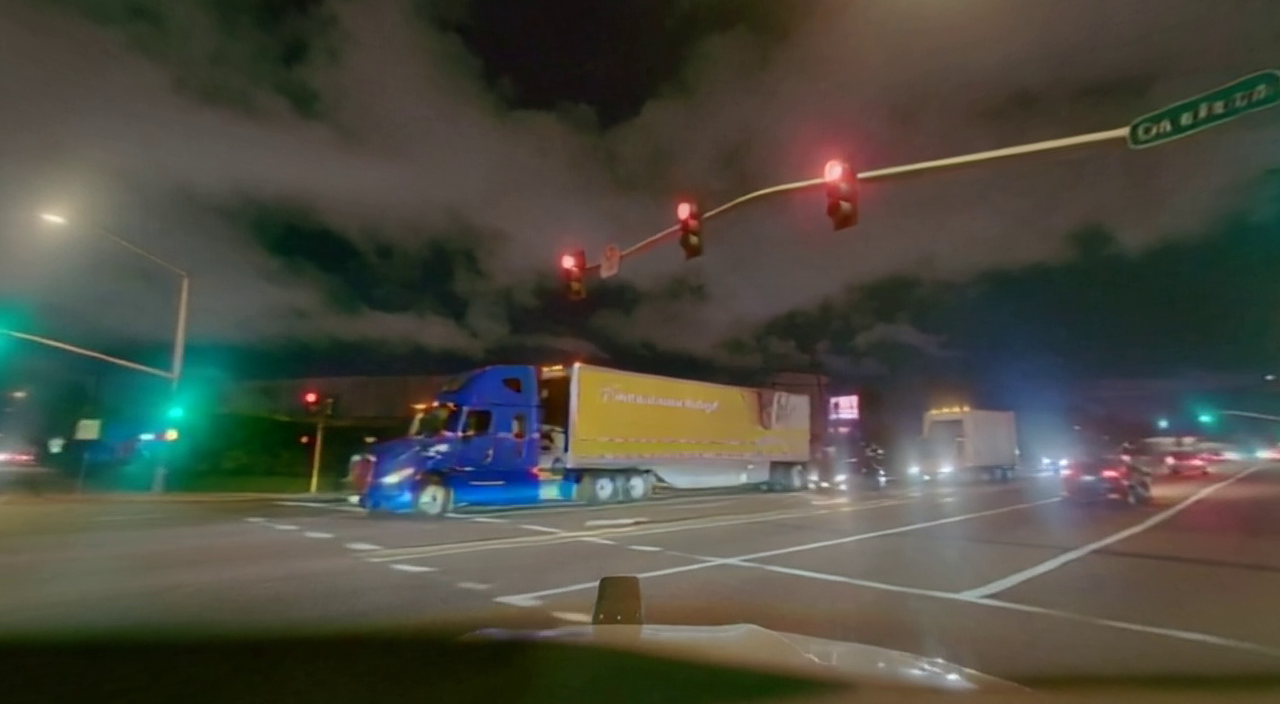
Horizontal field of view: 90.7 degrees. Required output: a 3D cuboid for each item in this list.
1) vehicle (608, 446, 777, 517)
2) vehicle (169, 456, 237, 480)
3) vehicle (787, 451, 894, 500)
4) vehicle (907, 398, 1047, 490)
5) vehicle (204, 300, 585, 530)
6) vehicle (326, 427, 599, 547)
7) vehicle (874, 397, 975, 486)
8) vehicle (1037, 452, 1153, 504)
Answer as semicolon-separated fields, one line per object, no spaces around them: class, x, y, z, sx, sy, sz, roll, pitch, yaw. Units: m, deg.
vehicle;1.623;3.610;18.095;4.958;1.510;1.949;5;-12;-44
vehicle;-33.157;8.756;48.010;3.909;1.655;1.754;8;-12;-42
vehicle;7.818;4.710;24.438;4.443;1.512;1.919;5;-12;-44
vehicle;17.921;4.763;33.300;9.012;4.193;3.434;6;-11;-43
vehicle;-5.541;1.753;15.912;8.167;4.352;3.029;9;-13;-44
vehicle;-3.553;2.680;13.396;2.200;1.893;5.079;-12;-12;43
vehicle;13.624;4.288;30.335;3.372;3.903;3.027;7;-12;-42
vehicle;15.091;4.057;20.856;5.114;1.492;2.040;8;-12;-43
